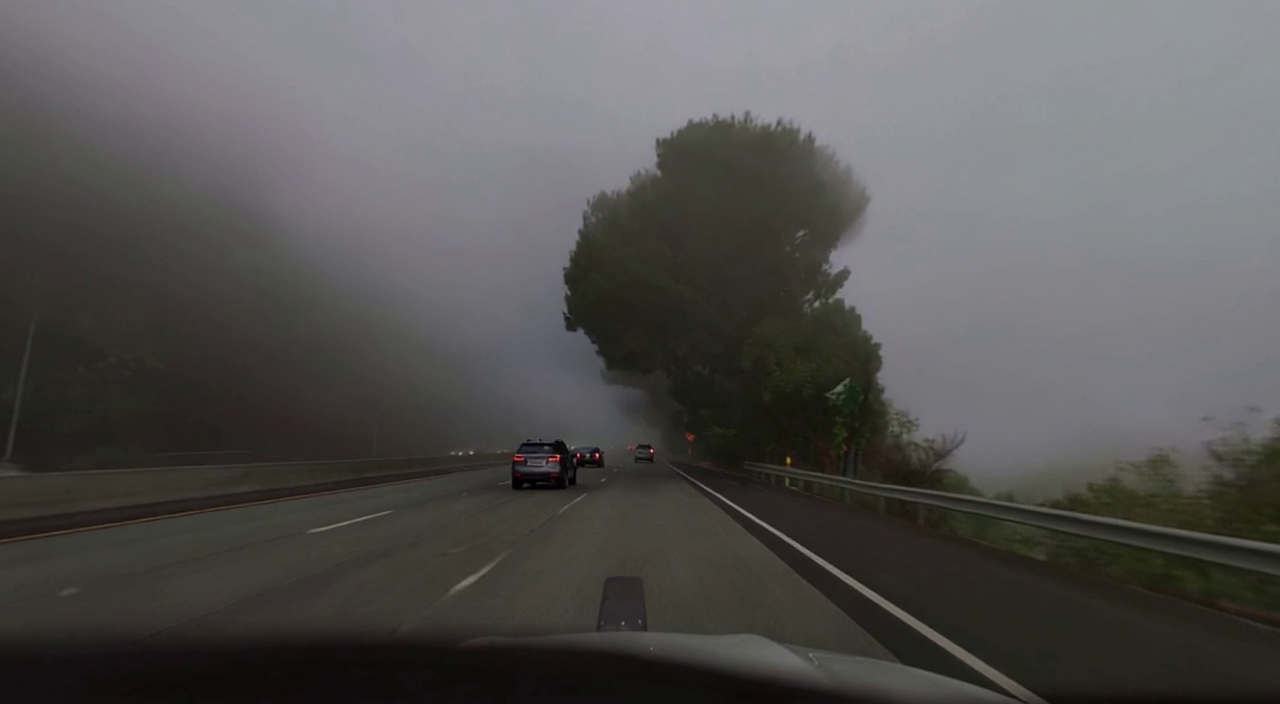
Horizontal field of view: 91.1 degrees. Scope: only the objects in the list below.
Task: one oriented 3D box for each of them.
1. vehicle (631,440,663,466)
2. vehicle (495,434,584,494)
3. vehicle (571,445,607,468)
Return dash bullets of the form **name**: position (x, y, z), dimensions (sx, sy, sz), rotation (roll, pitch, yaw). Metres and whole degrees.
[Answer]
- **vehicle**: position (0.513, 7.470, 46.674), dimensions (2.285, 1.797, 4.478), rotation (0, -9, 0)
- **vehicle**: position (-3.050, 3.495, 19.978), dimensions (2.056, 1.679, 4.204), rotation (0, -9, 1)
- **vehicle**: position (-3.394, 7.100, 42.799), dimensions (2.055, 1.431, 3.921), rotation (0, -9, 1)
